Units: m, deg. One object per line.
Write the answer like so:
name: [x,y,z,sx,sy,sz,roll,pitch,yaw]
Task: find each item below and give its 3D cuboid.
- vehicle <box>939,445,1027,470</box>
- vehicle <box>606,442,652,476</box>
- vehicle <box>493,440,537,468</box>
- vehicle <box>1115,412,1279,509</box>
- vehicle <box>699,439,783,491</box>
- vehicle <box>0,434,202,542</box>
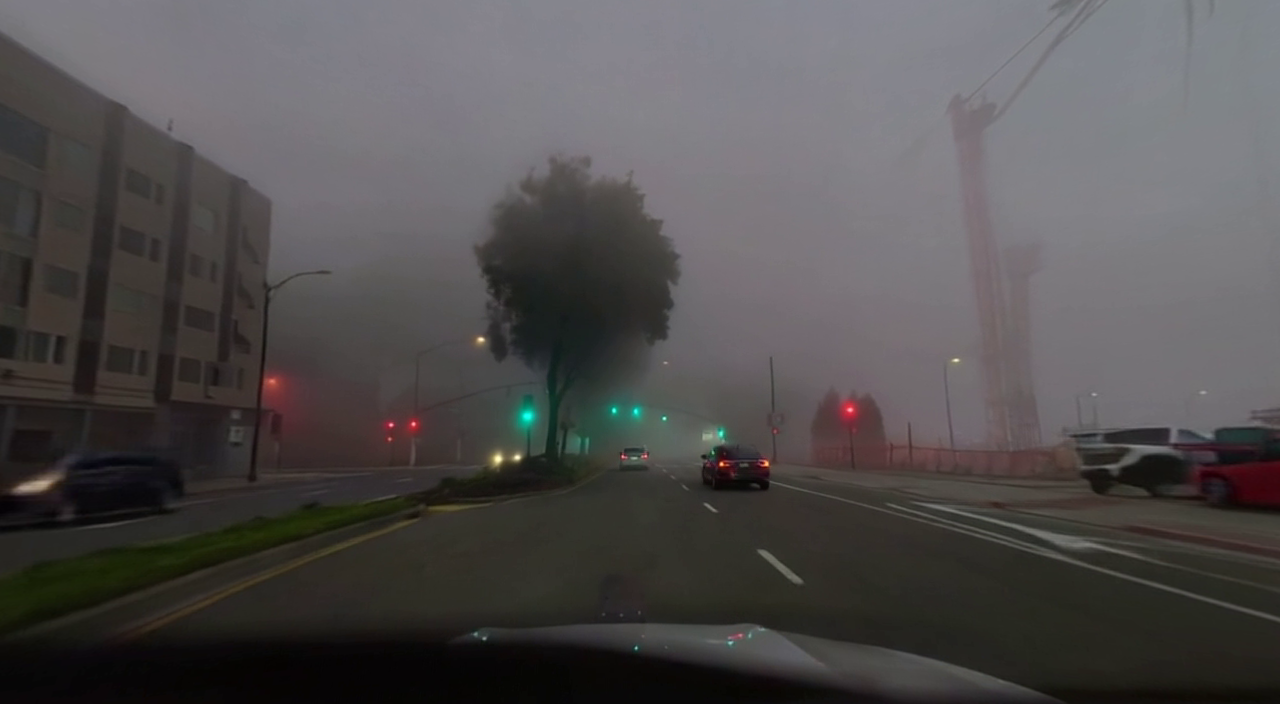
vehicle: [19.046,5.868,35.205,3.839,1.281,1.836,0,-9,0]
vehicle: [-0.522,5.034,29.837,2.006,1.487,3.535,0,-8,-1]
vehicle: [-8.731,7.157,44.422,2.111,1.832,4.778,0,-8,0]
vehicle: [13.671,2.352,13.956,4.651,1.923,2.045,0,-8,-1]
vehicle: [3.146,3.609,20.486,1.910,1.474,4.003,0,-8,-2]
vehicle: [-10.831,2.416,11.855,1.973,1.646,4.427,-1,-8,1]
